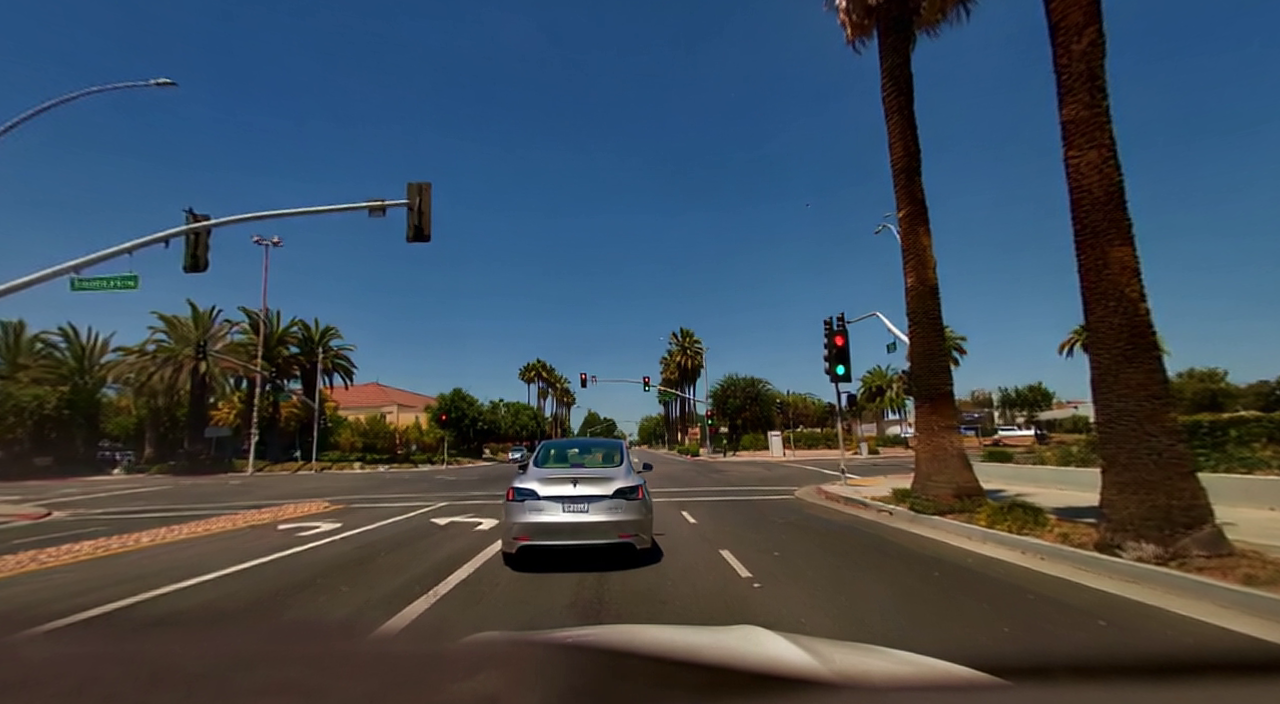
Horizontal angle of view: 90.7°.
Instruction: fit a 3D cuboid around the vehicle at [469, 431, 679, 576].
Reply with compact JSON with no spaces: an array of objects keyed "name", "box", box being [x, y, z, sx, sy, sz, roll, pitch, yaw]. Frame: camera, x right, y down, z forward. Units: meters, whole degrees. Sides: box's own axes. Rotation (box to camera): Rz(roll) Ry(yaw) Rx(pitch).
[{"name":"vehicle","box":[-0.723,1.884,8.719,2.152,1.478,4.229,0,-8,-1]}]
